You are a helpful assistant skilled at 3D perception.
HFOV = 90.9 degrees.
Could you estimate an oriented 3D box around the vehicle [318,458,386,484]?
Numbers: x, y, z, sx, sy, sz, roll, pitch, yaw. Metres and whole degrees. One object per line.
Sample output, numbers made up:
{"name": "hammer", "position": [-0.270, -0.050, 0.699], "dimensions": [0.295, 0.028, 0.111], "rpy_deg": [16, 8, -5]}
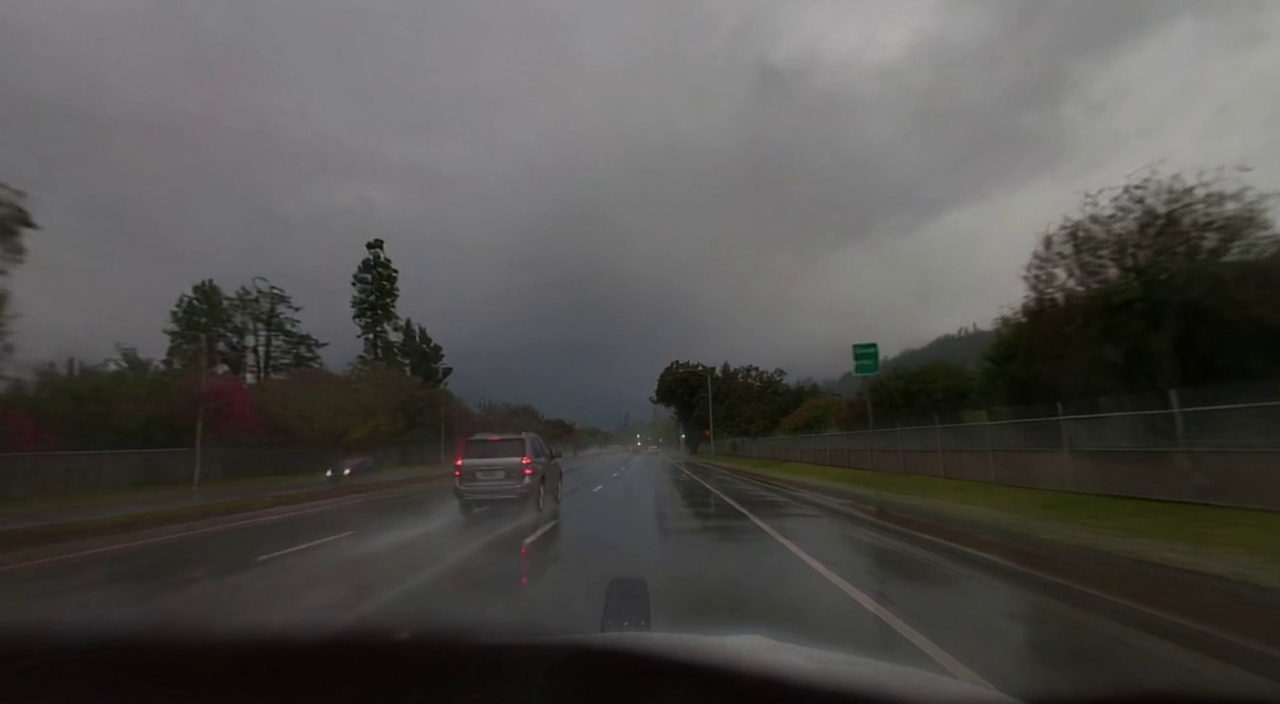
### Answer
{"name": "vehicle", "position": [-18.714, 7.702, 41.158], "dimensions": [1.978, 1.541, 4.664], "rpy_deg": [-1, -9, 4]}

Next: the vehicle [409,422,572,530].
{"name": "vehicle", "position": [-2.865, 2.505, 13.394], "dimensions": [2.160, 1.855, 4.695], "rpy_deg": [0, -8, 2]}
